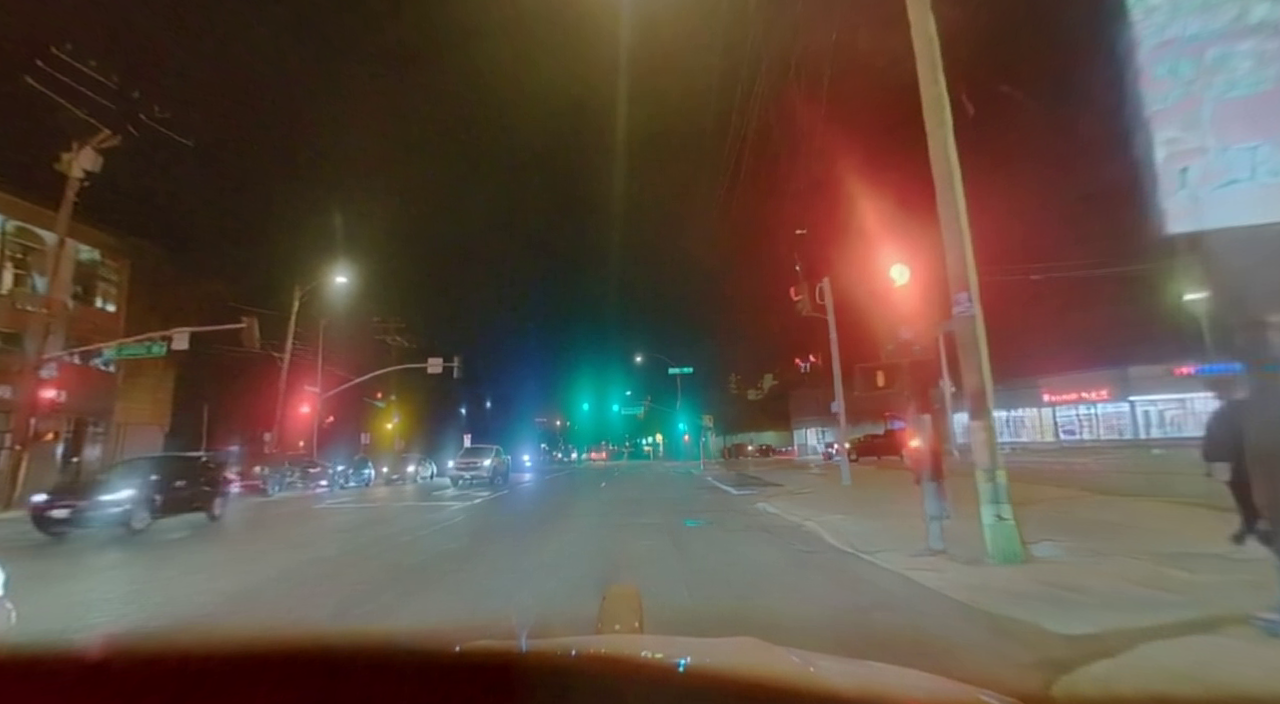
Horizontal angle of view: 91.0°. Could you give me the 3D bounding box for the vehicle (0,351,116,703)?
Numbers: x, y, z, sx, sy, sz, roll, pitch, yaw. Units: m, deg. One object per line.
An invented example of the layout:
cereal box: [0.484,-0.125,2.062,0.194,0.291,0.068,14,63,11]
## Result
vehicle: [-3.159,0.561,0.180,2.042,1.673,4.516,0,-8,1]

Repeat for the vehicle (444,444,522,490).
vehicle: [-6.209,4.567,25.370,2.012,1.664,3.917,0,-8,2]

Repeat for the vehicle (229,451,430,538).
vehicle: [-6.358,2.930,13.675,1.960,1.479,4.654,0,-8,0]

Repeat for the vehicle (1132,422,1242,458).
vehicle: [25.188,4.115,29.147,1.690,1.559,3.521,0,-9,-6]

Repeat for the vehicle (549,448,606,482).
vehicle: [-2.855,5.271,29.709,2.147,1.472,4.406,0,-8,1]
